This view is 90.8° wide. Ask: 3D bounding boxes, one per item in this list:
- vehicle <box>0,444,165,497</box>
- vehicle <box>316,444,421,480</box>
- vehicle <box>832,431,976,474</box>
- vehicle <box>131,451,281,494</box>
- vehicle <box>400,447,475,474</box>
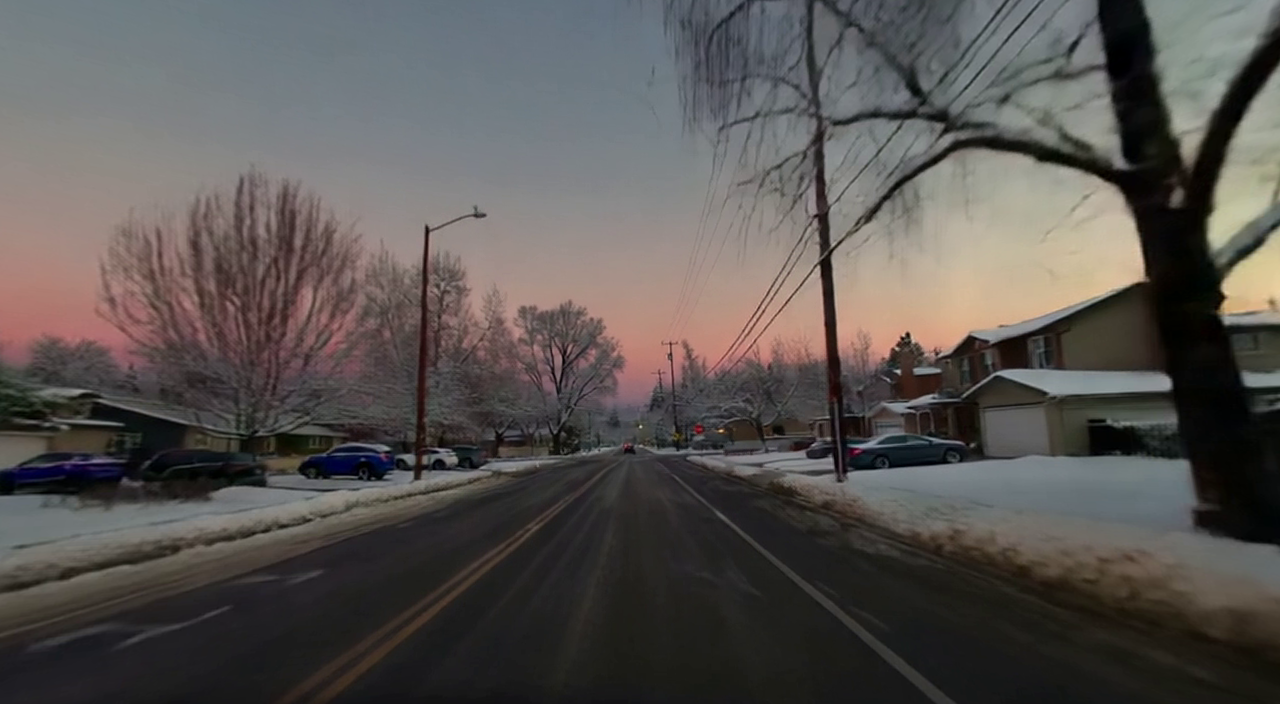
[{"bbox_3d":[-21.929,4.482,24.163,5.369,1.862,2.338,1,-8,-8],"label":"vehicle"},{"bbox_3d":[-13.059,5.318,30.651,4.207,1.648,1.956,1,-8,-6],"label":"vehicle"},{"bbox_3d":[10.562,4.036,25.491,4.908,1.537,2.065,0,-8,-7],"label":"vehicle"},{"bbox_3d":[-16.562,4.609,24.352,4.199,1.510,2.058,2,-8,-10],"label":"vehicle"},{"bbox_3d":[-12.454,6.700,39.037,3.927,1.560,2.049,0,-8,-1],"label":"vehicle"}]
